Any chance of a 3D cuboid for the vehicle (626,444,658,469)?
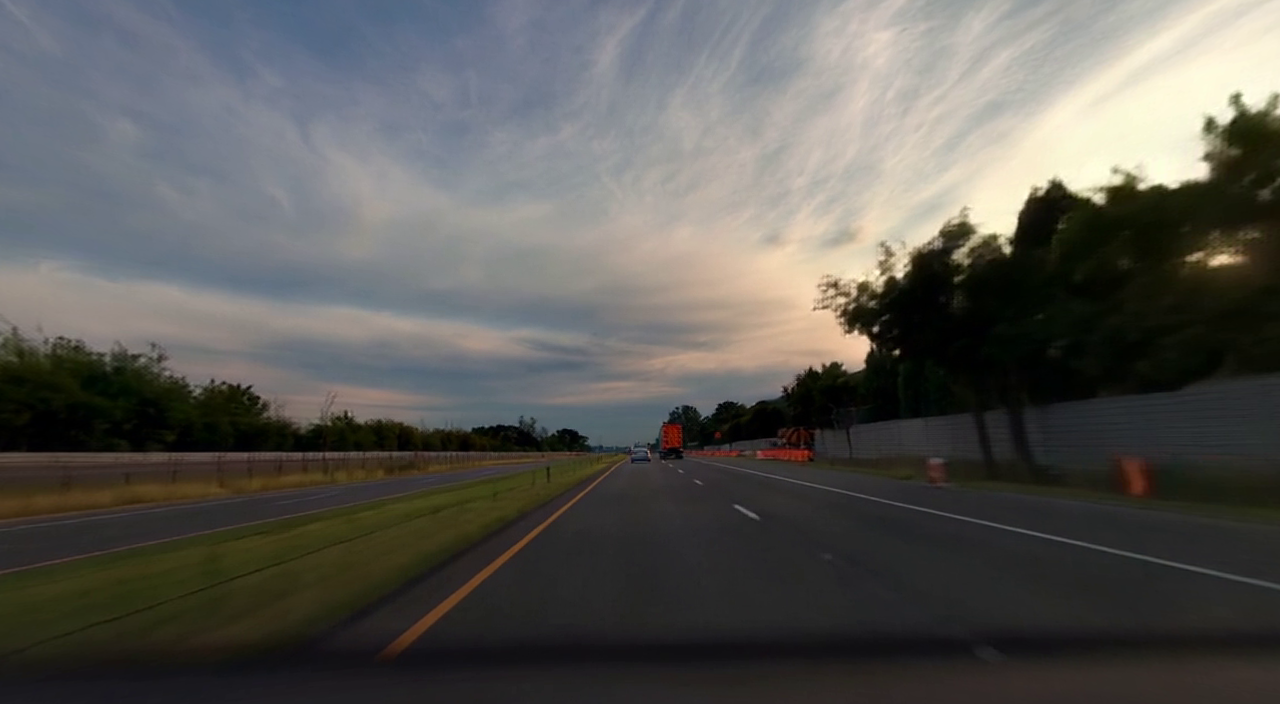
[{"bbox_3d":[0.136,7.058,42.571,2.065,1.573,3.734,0,-9,0],"label":"vehicle"}]
